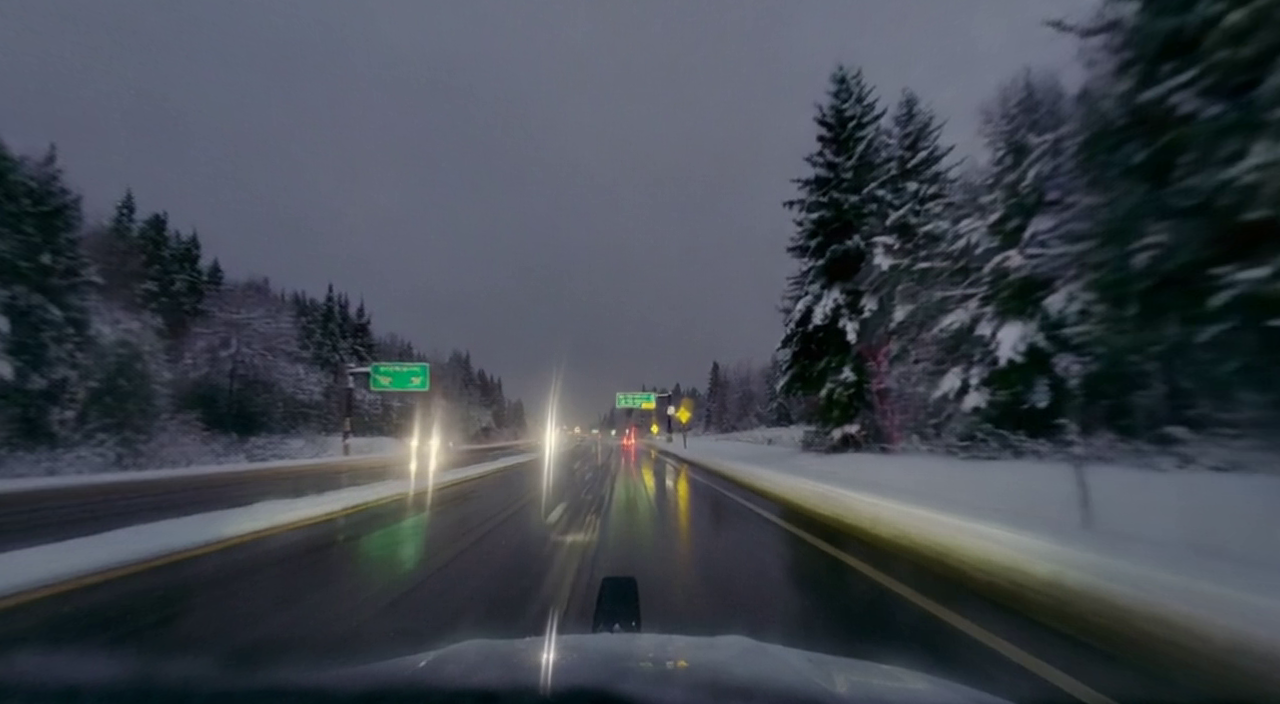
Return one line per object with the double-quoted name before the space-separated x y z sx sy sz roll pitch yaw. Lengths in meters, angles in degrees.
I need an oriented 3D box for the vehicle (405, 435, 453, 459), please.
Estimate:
"vehicle" -13.437 6.020 40.352 1.853 1.436 3.706 1 -8 -1
